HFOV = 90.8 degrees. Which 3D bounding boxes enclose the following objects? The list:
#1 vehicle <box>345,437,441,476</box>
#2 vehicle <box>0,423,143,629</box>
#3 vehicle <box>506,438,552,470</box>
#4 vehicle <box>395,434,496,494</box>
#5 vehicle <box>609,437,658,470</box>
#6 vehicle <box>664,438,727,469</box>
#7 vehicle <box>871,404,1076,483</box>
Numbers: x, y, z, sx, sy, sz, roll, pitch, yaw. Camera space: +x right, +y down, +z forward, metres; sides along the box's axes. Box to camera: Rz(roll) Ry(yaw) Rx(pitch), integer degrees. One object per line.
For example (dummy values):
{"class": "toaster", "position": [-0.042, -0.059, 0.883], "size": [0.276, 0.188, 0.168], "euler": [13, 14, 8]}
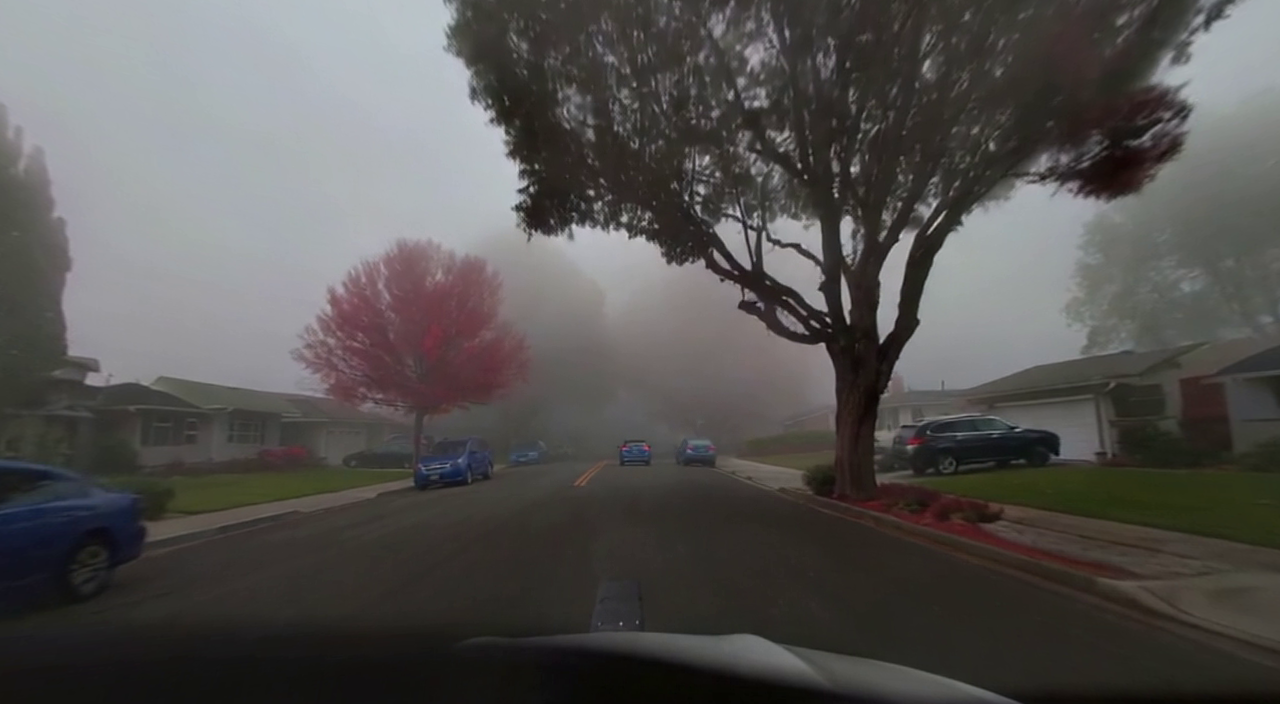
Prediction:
{"class": "vehicle", "position": [-13.244, 5.598, 34.071], "size": [4.461, 1.717, 1.936], "euler": [-3, -6, -5]}
{"class": "vehicle", "position": [-6.190, 1.394, 4.637], "size": [2.007, 1.662, 3.951], "euler": [-2, -7, -3]}
{"class": "vehicle", "position": [-7.090, 6.568, 40.852], "size": [2.235, 1.851, 4.662], "euler": [-2, -9, -1]}
{"class": "vehicle", "position": [-6.722, 3.872, 22.465], "size": [2.254, 1.773, 4.795], "euler": [-2, -7, -2]}
{"class": "vehicle", "position": [-0.372, 4.929, 30.682], "size": [2.192, 1.474, 4.192], "euler": [1, -9, -3]}
{"class": "vehicle", "position": [2.816, 5.304, 33.157], "size": [2.429, 1.502, 4.474], "euler": [1, -9, -7]}
{"class": "vehicle", "position": [9.705, 2.685, 18.658], "size": [4.813, 1.914, 2.041], "euler": [-3, -9, -5]}
